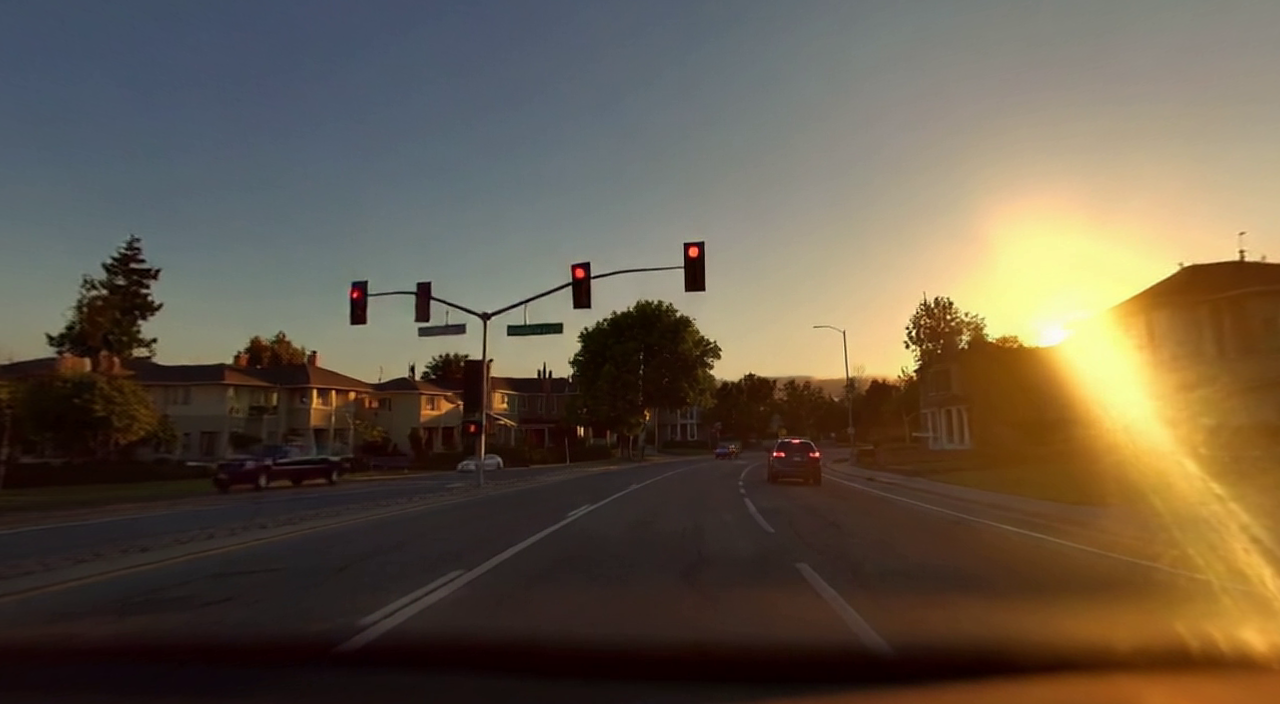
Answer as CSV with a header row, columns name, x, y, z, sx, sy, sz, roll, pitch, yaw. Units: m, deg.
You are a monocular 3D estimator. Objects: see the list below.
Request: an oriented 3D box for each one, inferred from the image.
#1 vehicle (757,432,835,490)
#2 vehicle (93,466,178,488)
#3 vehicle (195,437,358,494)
name,x,y,z,sx,sy,sz,roll,pitch,yaw
vehicle,5.513,3.899,22.889,2.141,1.833,4.704,-1,-8,7
vehicle,-38.138,9.425,47.764,1.718,1.432,4.577,-5,-10,28
vehicle,-14.393,4.499,25.627,2.555,2.009,6.050,-1,-8,6
